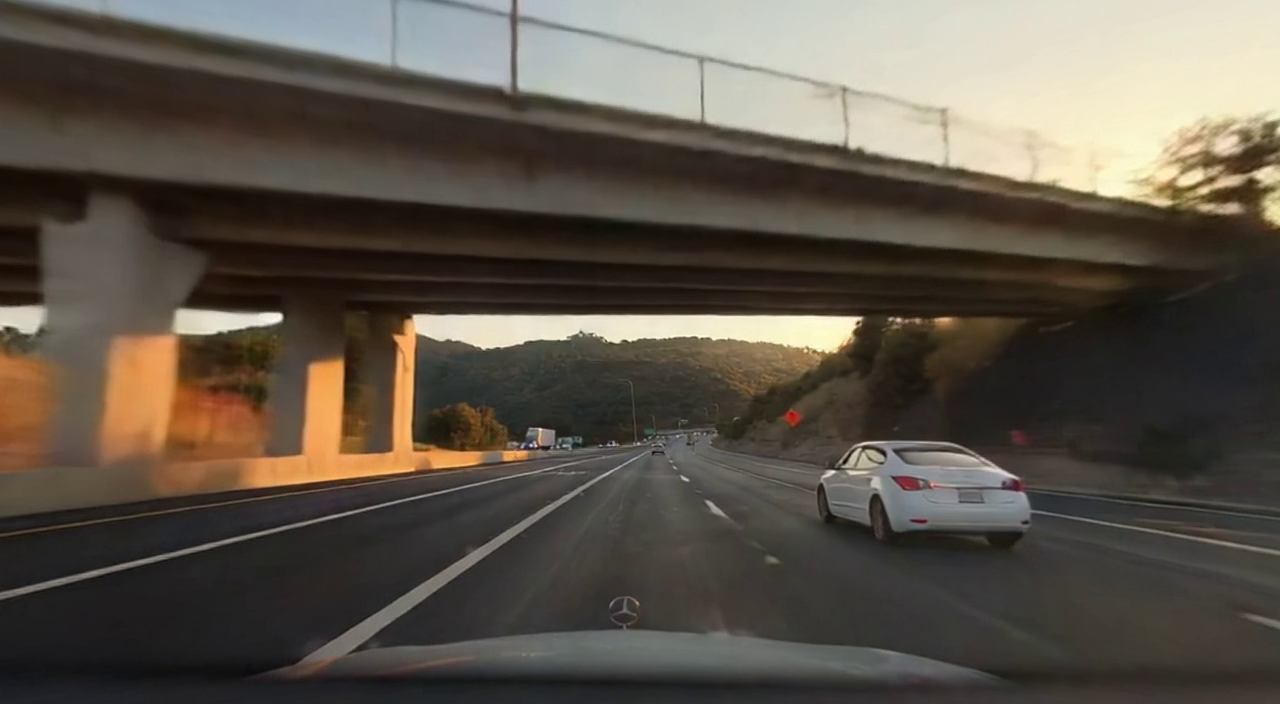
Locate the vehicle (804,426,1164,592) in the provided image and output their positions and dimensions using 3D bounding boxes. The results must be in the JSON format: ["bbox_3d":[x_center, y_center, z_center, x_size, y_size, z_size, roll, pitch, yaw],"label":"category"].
[{"bbox_3d":[3.742,1.777,8.123,1.999,1.492,4.673,0,-8,0],"label":"vehicle"}]
